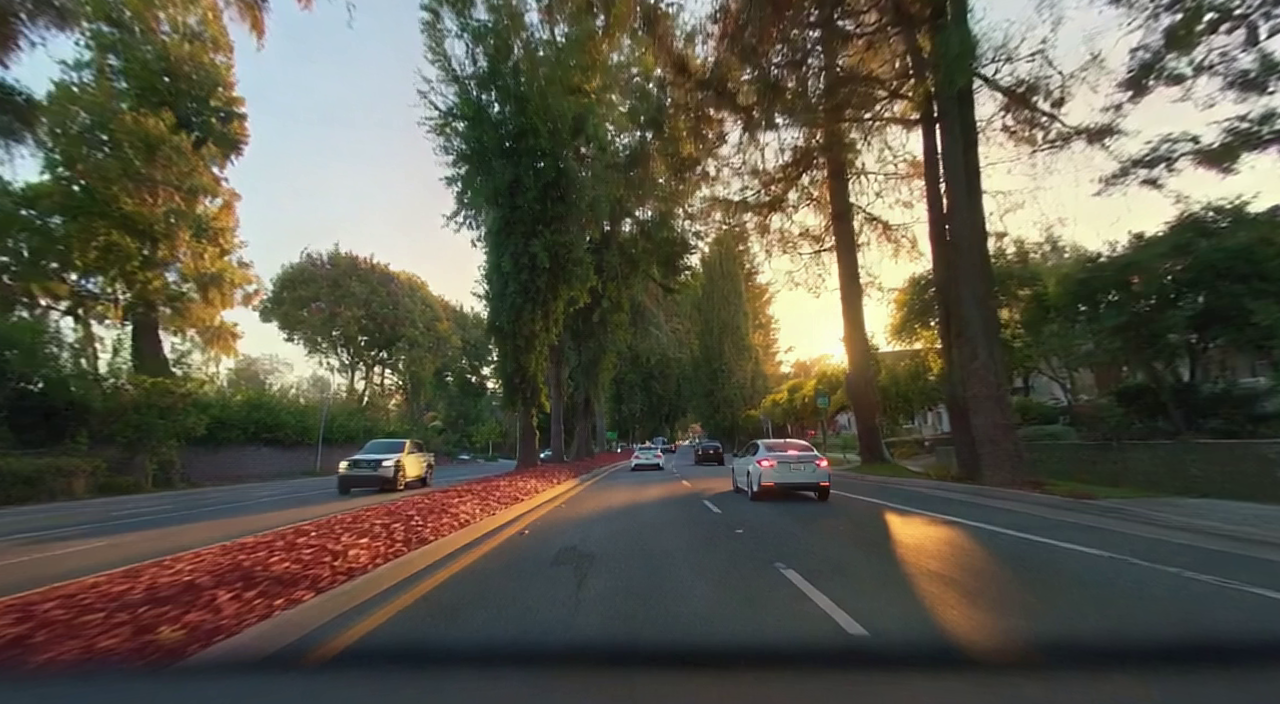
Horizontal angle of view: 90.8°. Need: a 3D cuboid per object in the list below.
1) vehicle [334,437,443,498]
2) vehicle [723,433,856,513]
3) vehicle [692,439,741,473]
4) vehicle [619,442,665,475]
[{"bbox_3d":[-8.652,3.985,22.245,2.066,1.890,4.695,0,-8,-3],"label":"vehicle"},{"bbox_3d":[3.169,2.649,14.307,1.985,1.529,4.147,0,-8,0],"label":"vehicle"},{"bbox_3d":[3.888,5.367,32.856,2.074,1.652,4.340,0,-8,1],"label":"vehicle"},{"bbox_3d":[0.135,5.118,30.512,2.082,1.473,4.028,0,-8,2],"label":"vehicle"}]
